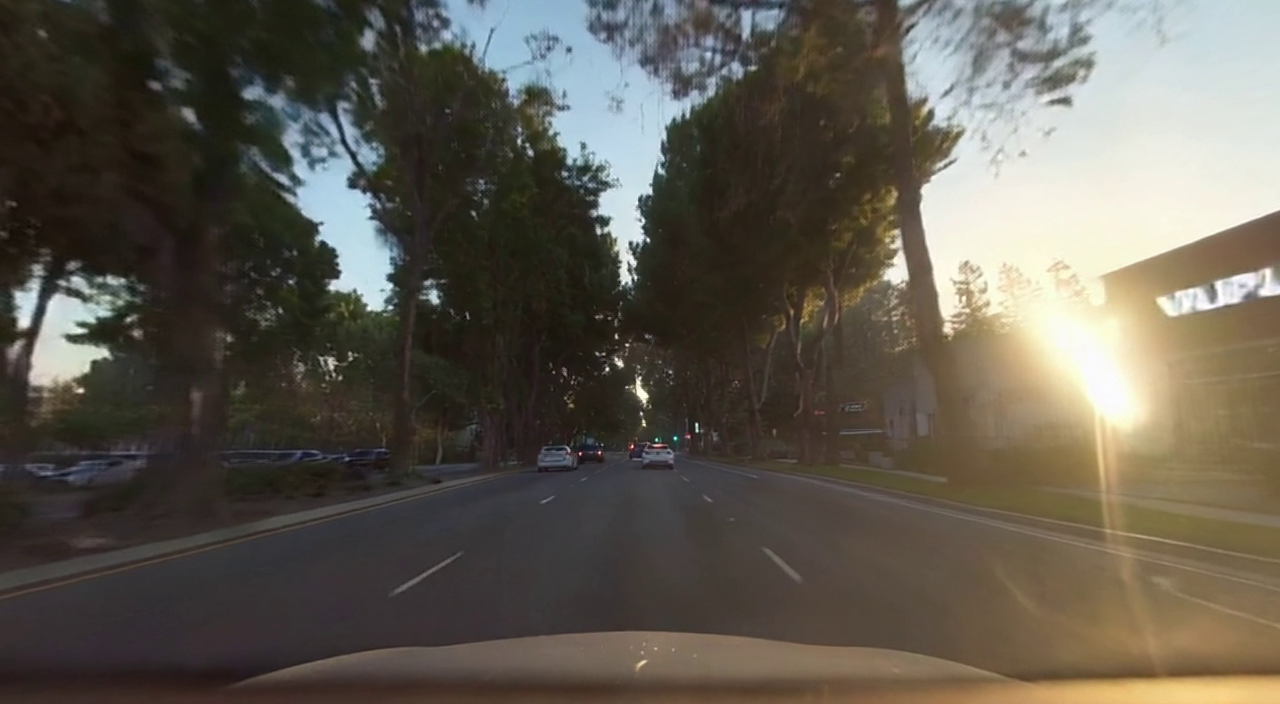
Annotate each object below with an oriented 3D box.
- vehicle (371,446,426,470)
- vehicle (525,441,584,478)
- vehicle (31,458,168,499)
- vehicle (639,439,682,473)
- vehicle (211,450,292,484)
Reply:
[{"bbox_3d":[-18.470,8.103,48.501,2.021,1.732,5.410,0,-8,1],"label":"vehicle"},{"bbox_3d":[-3.708,4.737,28.136,1.908,1.481,4.536,0,-8,1],"label":"vehicle"},{"bbox_3d":[-22.950,5.360,27.039,1.905,1.483,4.479,0,-8,0],"label":"vehicle"},{"bbox_3d":[0.959,5.144,31.473,1.922,1.579,3.642,0,-8,-1],"label":"vehicle"},{"bbox_3d":[-22.797,6.735,37.231,1.887,1.801,4.587,0,-8,-1],"label":"vehicle"}]
